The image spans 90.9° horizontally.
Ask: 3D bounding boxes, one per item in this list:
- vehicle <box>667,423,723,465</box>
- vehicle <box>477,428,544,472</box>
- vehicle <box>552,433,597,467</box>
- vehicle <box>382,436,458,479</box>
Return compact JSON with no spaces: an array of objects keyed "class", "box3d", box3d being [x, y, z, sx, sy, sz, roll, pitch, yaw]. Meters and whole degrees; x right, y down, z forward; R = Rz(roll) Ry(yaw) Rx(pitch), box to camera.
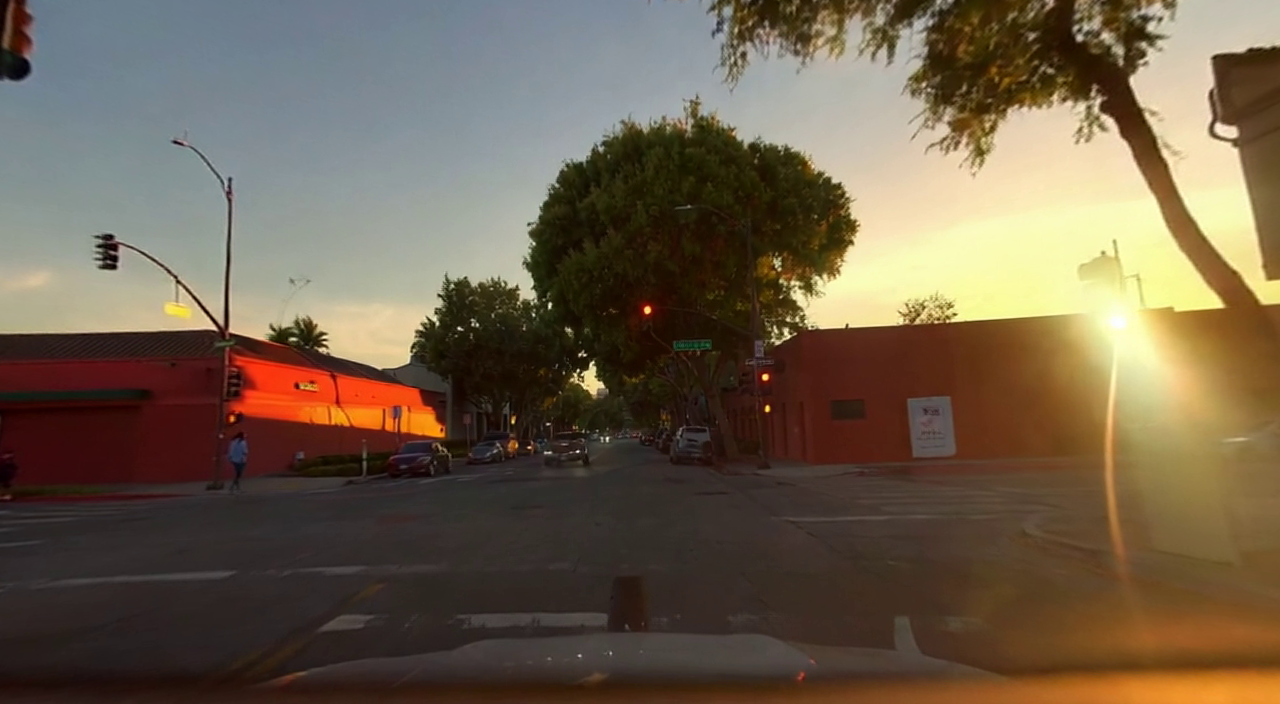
[{"class":"vehicle","box3d":[3.039,5.279,36.150,2.557,2.188,5.164,0,-8,-2]},{"class":"vehicle","box3d":[-5.998,4.615,29.765,2.242,1.887,4.924,0,-8,-2]},{"class":"vehicle","box3d":[-3.264,4.985,32.198,2.033,1.596,4.142,0,-8,-2]},{"class":"vehicle","box3d":[-9.929,4.765,28.857,2.216,1.804,4.526,1,-8,-5]}]
